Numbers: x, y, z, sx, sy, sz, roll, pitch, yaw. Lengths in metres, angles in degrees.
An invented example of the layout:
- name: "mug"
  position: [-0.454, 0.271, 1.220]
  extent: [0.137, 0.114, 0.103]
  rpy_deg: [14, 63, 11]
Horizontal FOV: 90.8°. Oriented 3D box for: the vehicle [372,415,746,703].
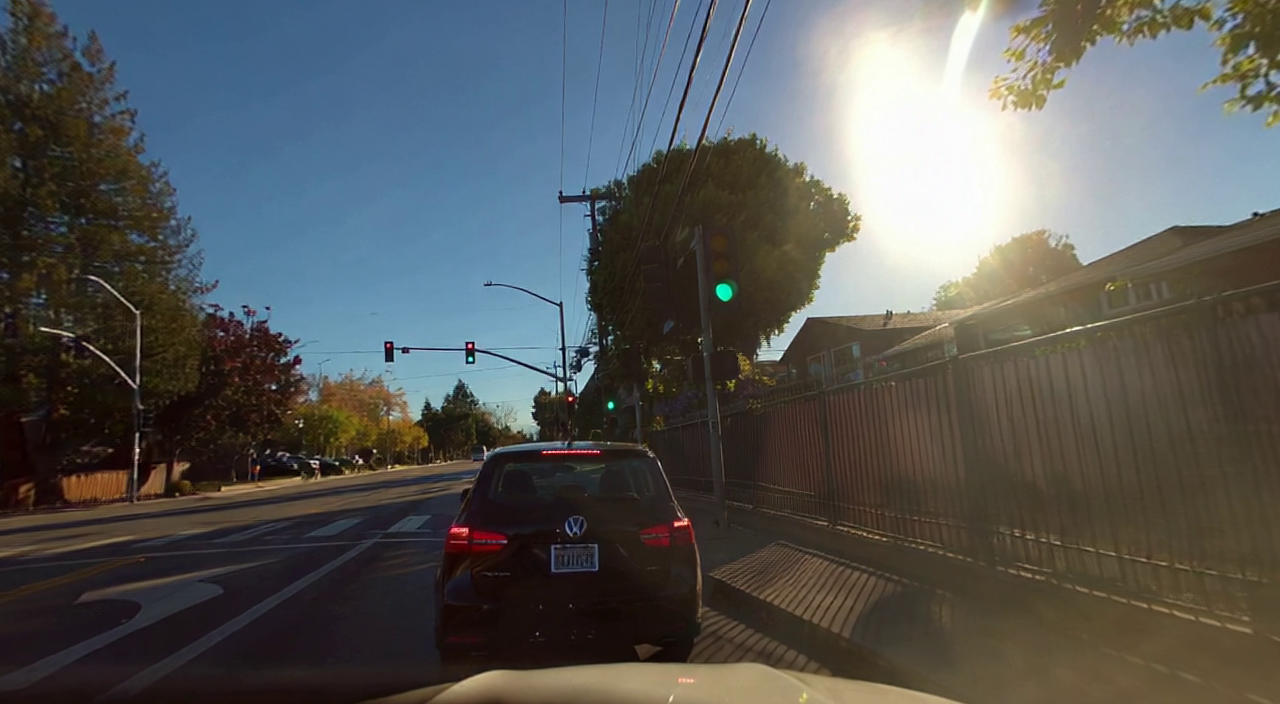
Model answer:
- name: "vehicle"
  position: [-0.685, 1.382, 5.356]
  extent: [2.024, 1.502, 3.702]
  rpy_deg: [1, -9, -9]
